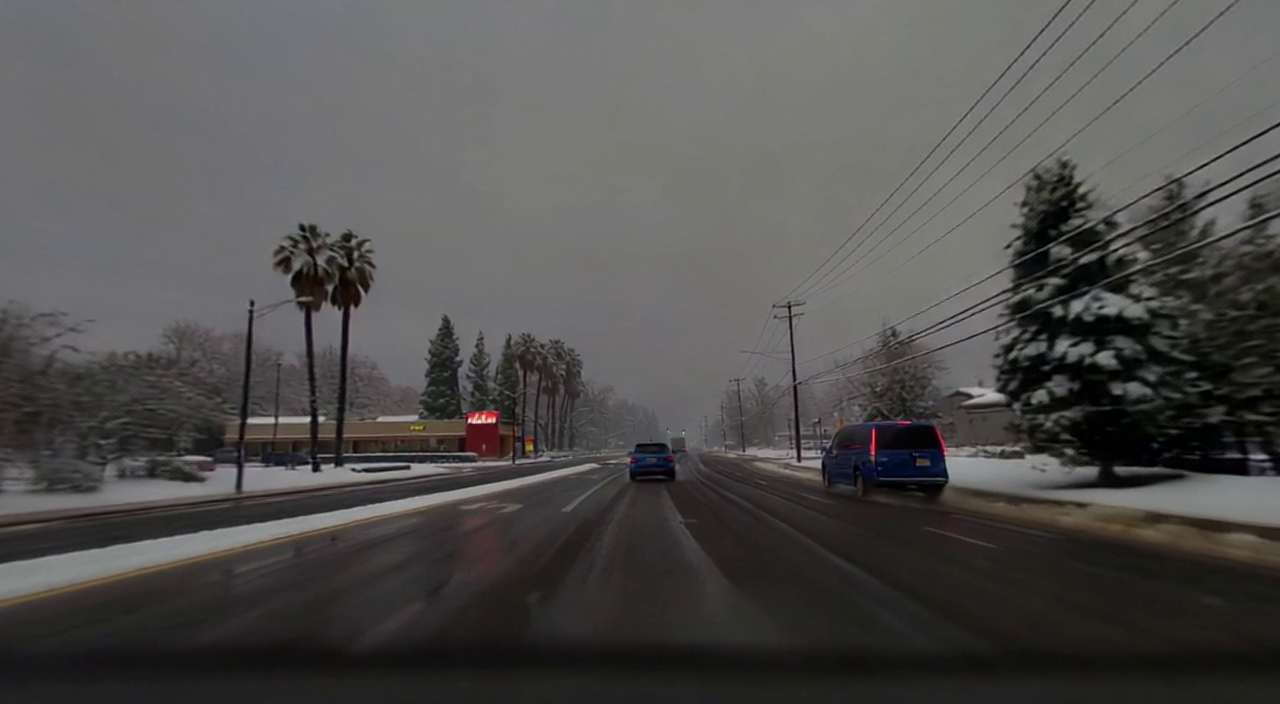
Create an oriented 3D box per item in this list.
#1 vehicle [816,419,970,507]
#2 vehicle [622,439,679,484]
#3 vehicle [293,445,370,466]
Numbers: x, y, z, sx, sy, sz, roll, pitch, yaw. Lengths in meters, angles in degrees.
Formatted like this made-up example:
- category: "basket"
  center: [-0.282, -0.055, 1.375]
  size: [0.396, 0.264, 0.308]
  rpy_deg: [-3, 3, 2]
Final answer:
- category: "vehicle"
  center: [6.257, 2.813, 16.278]
  size: [2.107, 1.928, 4.471]
  rpy_deg: [0, -9, 0]
- category: "vehicle"
  center: [0.453, 4.411, 25.588]
  size: [2.138, 1.672, 4.168]
  rpy_deg: [0, -9, 2]
- category: "vehicle"
  center: [-23.597, 7.914, 48.255]
  size: [4.942, 1.557, 2.032]
  rpy_deg: [-1, -9, 8]
